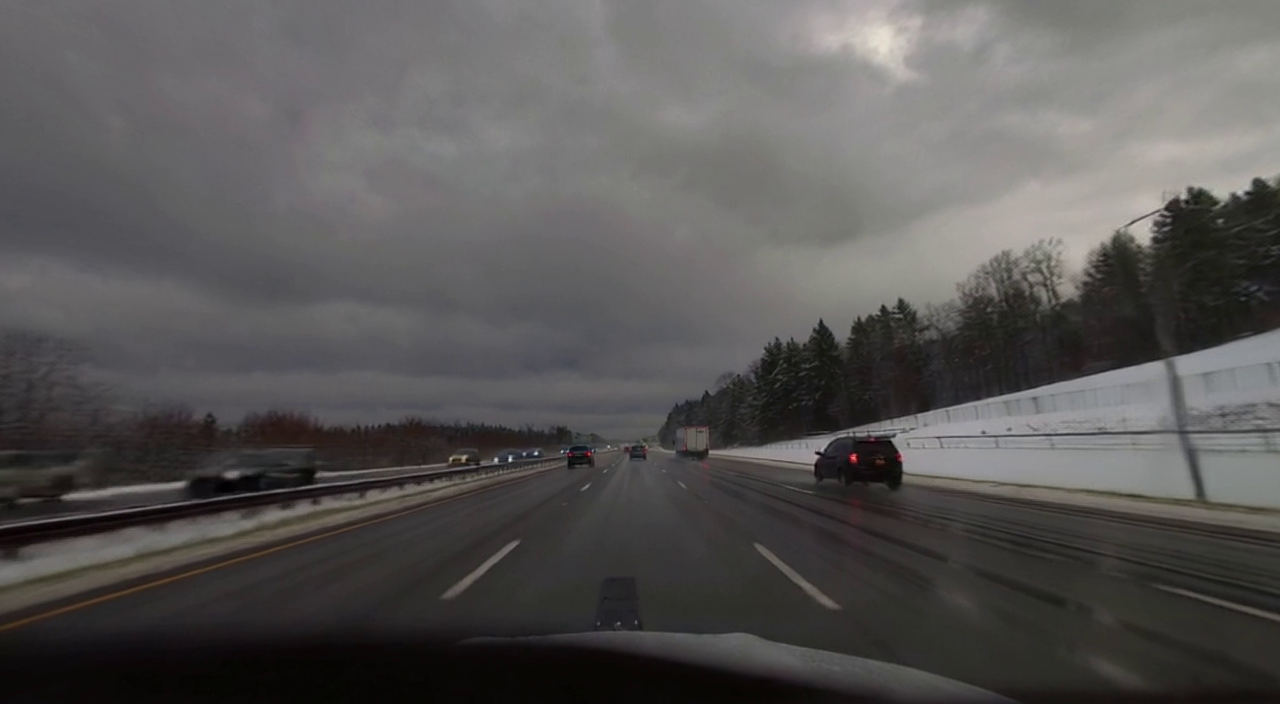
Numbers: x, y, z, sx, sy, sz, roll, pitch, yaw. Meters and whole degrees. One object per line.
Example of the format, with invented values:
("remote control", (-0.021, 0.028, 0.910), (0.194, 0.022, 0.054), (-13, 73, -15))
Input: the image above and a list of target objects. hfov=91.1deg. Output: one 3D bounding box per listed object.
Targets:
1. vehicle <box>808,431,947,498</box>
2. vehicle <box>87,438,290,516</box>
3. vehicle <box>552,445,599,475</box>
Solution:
("vehicle", (6.523, 3.142, 17.987), (2.069, 1.625, 4.832), (0, -9, 0))
("vehicle", (-11.223, 3.099, 16.136), (1.911, 1.688, 4.421), (0, -9, 0))
("vehicle", (-3.531, 5.987, 35.161), (2.160, 1.530, 4.500), (0, -9, -1))
